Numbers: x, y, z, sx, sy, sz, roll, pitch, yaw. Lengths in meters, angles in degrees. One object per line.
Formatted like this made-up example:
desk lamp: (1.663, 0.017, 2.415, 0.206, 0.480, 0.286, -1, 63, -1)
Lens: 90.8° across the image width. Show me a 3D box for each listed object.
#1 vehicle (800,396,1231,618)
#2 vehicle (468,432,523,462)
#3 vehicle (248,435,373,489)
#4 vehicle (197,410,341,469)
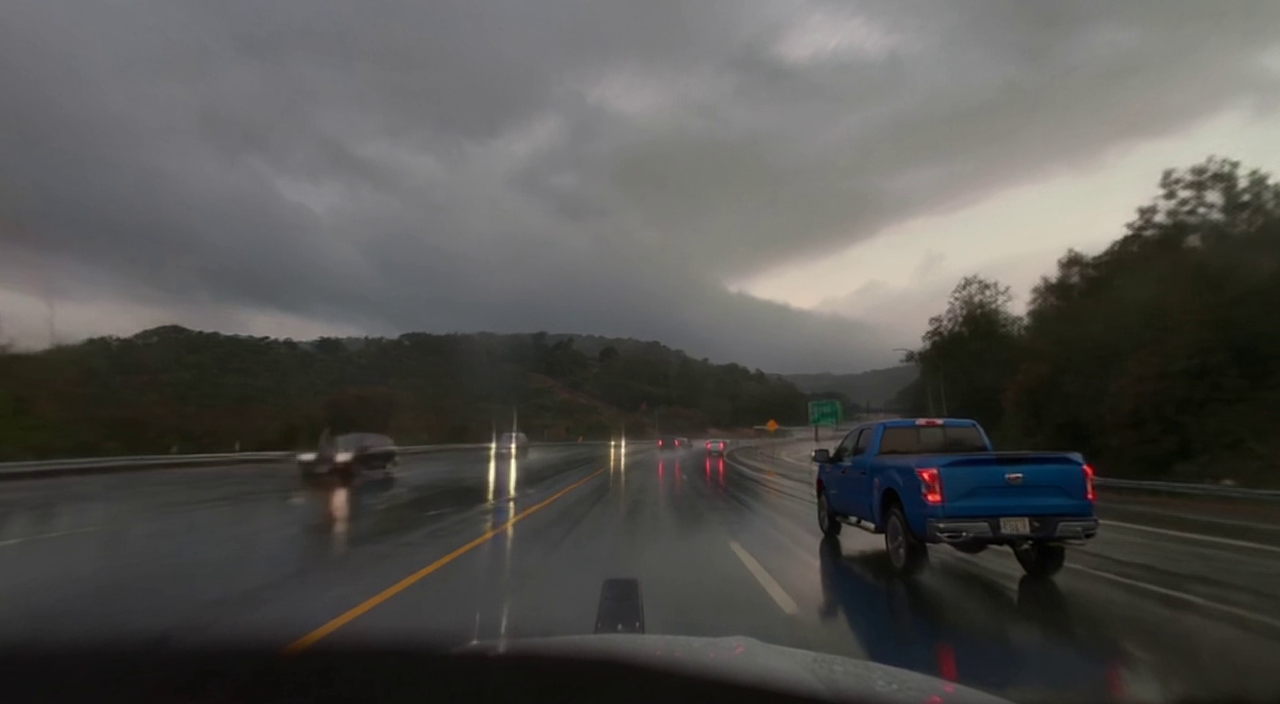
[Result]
vehicle: (3.591, 1.580, 7.447, 2.151, 1.744, 4.709, 0, -9, 0)
vehicle: (-9.959, 6.638, 44.094, 2.173, 1.932, 5.712, -1, -9, 4)
vehicle: (-11.079, 3.706, 21.639, 1.970, 1.629, 4.136, -1, -9, 1)
vehicle: (-24.130, 6.090, 42.167, 3.203, 3.011, 10.979, -4, -11, -1)
